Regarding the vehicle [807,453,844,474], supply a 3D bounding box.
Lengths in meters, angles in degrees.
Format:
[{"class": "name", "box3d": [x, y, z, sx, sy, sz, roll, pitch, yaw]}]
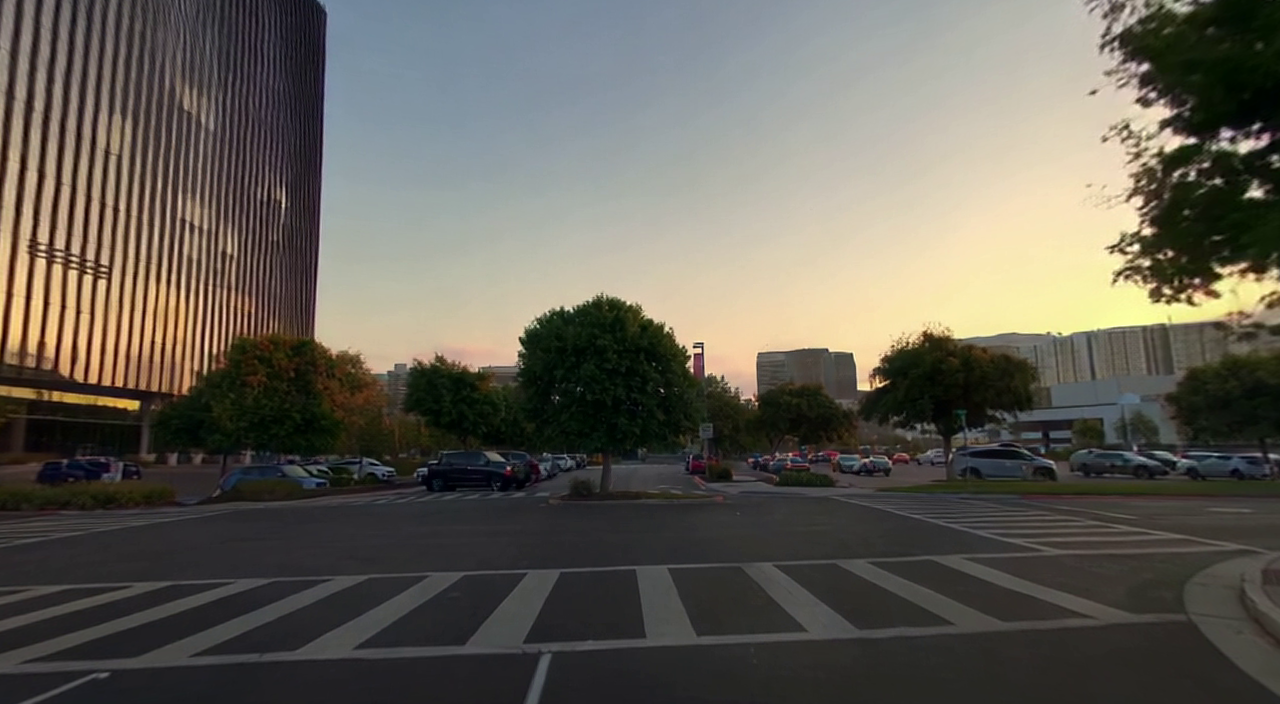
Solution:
[{"class": "vehicle", "box3d": [14.176, 8.491, 48.426, 1.935, 1.477, 3.719, 0, -9, 3]}]

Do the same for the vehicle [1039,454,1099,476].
[{"class": "vehicle", "box3d": [28.308, 7.467, 41.788, 1.495, 1.371, 3.336, -1, -10, -1]}]

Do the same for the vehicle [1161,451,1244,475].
[{"class": "vehicle", "box3d": [36.996, 7.307, 41.731, 1.678, 1.423, 4.191, -1, -9, 2]}]

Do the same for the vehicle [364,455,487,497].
[{"class": "vehicle", "box3d": [-8.698, 4.978, 25.722, 4.442, 1.504, 1.809, 5, -10, -28]}]

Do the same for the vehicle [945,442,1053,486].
[{"class": "vehicle", "box3d": [16.488, 5.133, 29.391, 2.048, 1.852, 4.998, 0, -9, 0]}]

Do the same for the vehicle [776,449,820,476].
[{"class": "vehicle", "box3d": [10.545, 7.396, 42.500, 1.936, 1.673, 4.305, 0, -9, 1]}]

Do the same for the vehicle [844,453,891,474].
[{"class": "vehicle", "box3d": [17.105, 8.409, 47.750, 1.971, 1.478, 4.477, 0, -9, 1]}]

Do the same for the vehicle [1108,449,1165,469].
[{"class": "vehicle", "box3d": [37.034, 7.970, 47.225, 1.545, 1.398, 3.431, 0, -9, 3]}]

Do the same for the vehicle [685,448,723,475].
[{"class": "vehicle", "box3d": [4.590, 7.930, 46.053, 2.262, 1.794, 5.331, 0, -9, 1]}]

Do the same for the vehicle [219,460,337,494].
[{"class": "vehicle", "box3d": [-16.633, 5.728, 29.180, 4.331, 1.437, 1.876, 0, -9, 3]}]

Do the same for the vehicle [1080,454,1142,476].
[{"class": "vehicle", "box3d": [31.272, 7.508, 42.034, 1.519, 1.371, 3.278, 0, -9, 0]}]
